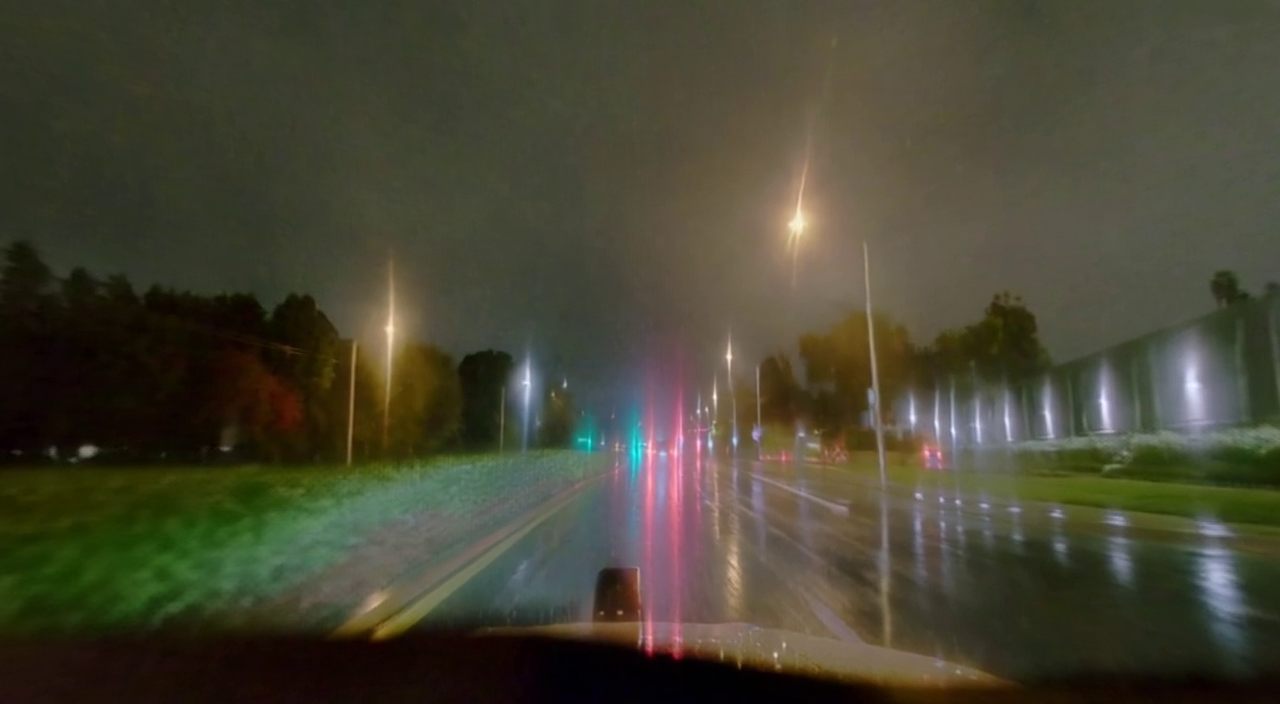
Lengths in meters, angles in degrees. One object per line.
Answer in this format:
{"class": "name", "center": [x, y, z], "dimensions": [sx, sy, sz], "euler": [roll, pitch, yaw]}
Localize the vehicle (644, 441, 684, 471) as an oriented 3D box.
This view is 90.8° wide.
{"class": "vehicle", "center": [1.365, 5.840, 35.635], "dimensions": [2.158, 1.600, 3.865], "euler": [0, -8, 2]}
